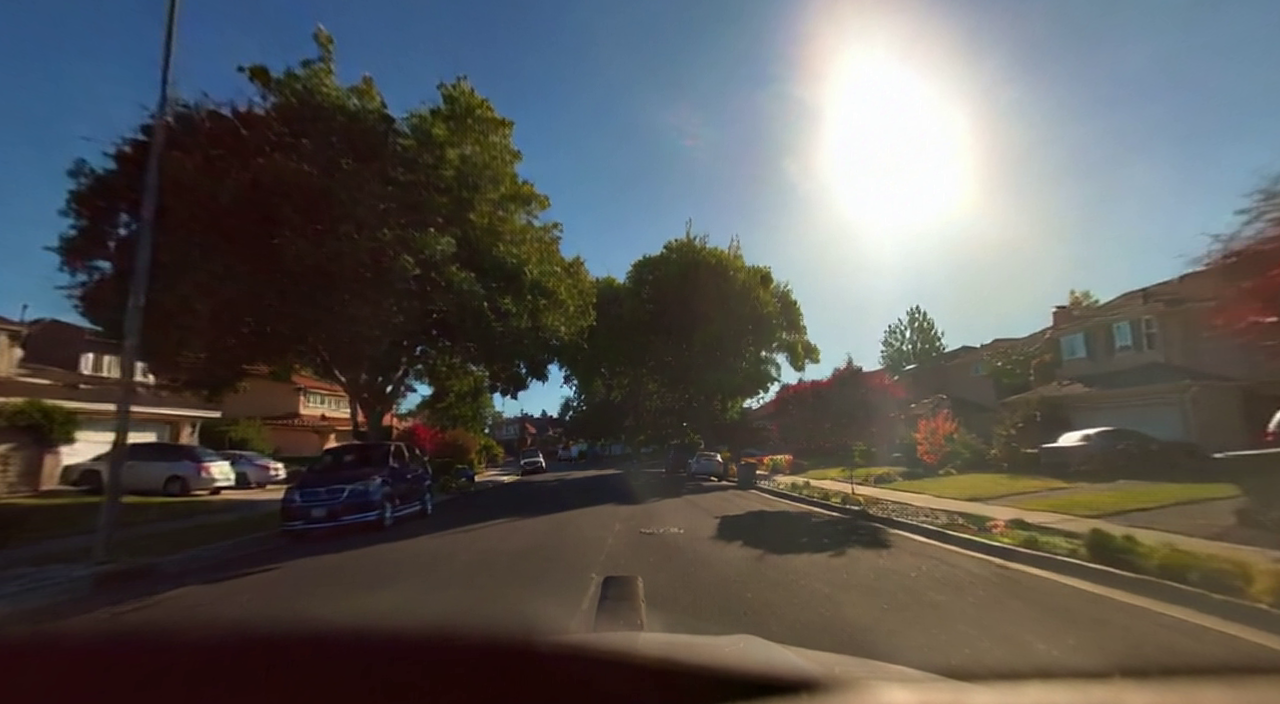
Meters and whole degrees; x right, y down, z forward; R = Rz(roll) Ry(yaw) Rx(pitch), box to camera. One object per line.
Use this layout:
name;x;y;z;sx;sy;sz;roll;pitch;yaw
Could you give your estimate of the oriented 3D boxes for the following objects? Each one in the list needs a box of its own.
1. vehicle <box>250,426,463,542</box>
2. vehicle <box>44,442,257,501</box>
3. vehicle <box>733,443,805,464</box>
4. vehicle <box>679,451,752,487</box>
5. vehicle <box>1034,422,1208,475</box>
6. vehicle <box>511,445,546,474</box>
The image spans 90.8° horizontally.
vehicle;-5.315;2.487;12.784;2.215;1.859;4.765;1;-7;-2
vehicle;-13.747;3.345;18.146;4.376;1.458;2.046;3;-8;-24
vehicle;9.618;7.518;47.096;4.940;1.477;2.015;3;-8;-21
vehicle;3.299;5.246;28.725;1.984;1.437;4.726;1;-9;-10
vehicle;14.570;2.923;19.176;4.488;1.454;1.944;3;-9;-20
vehicle;-7.936;7.549;44.693;1.976;1.855;4.299;3;-8;-16
